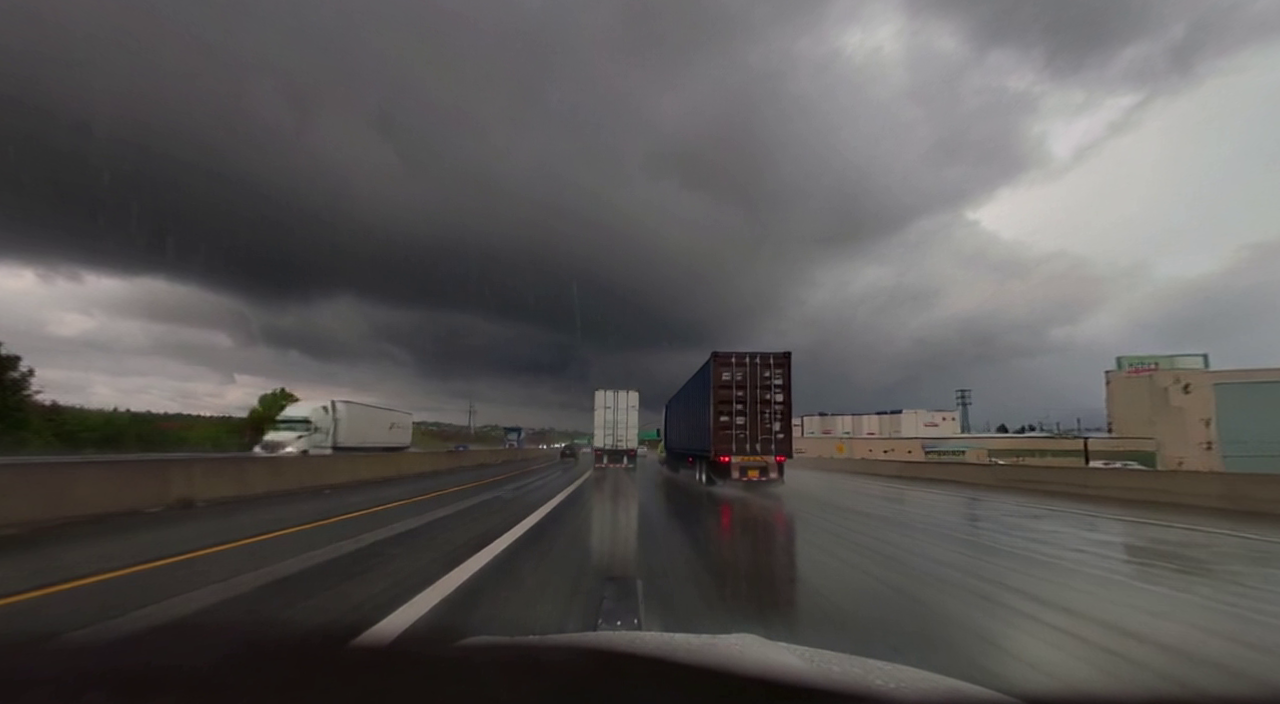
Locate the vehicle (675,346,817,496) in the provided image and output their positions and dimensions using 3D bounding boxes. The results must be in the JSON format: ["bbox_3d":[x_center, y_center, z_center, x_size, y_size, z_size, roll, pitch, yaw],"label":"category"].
[{"bbox_3d":[3.200,2.788,23.557,2.803,4.072,12.744,0,-9,-1],"label":"vehicle"}]

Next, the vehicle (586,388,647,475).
[{"bbox_3d":[-1.211,4.613,35.767,2.841,4.071,12.046,0,-9,-1],"label":"vehicle"}]

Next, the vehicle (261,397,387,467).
[{"bbox_3d":[-21.676,5.757,44.731,3.084,4.220,12.355,0,-9,-3],"label":"vehicle"}]
